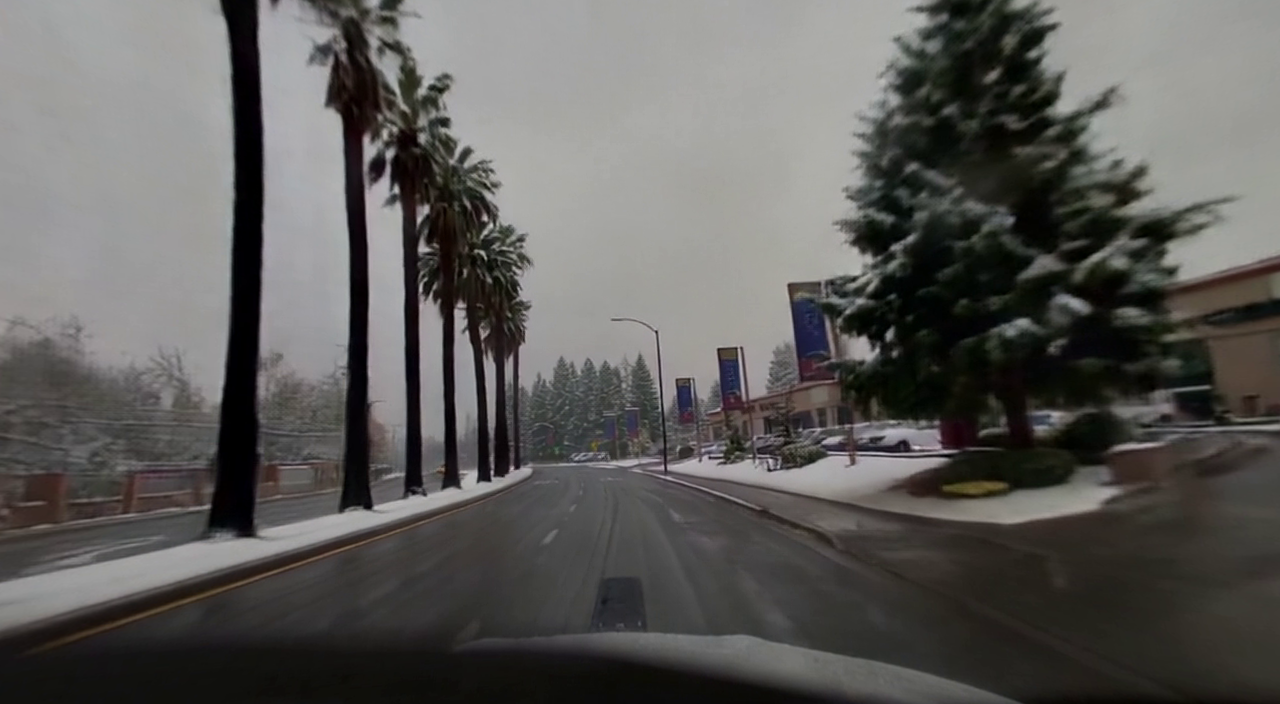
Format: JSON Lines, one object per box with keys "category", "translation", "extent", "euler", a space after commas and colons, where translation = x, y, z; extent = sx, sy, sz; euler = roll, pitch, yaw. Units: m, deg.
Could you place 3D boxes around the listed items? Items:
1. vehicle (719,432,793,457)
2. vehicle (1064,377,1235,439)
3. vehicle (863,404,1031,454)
{"category": "vehicle", "translation": [7.954, 6.388, 43.414], "extent": [4.636, 1.695, 2.025], "euler": [1, -9, -5]}
{"category": "vehicle", "translation": [19.738, 2.249, 24.585], "extent": [2.002, 1.686, 4.537], "euler": [-2, -12, -27]}
{"category": "vehicle", "translation": [10.527, 2.692, 21.830], "extent": [4.671, 1.630, 2.200], "euler": [0, -9, 0]}
